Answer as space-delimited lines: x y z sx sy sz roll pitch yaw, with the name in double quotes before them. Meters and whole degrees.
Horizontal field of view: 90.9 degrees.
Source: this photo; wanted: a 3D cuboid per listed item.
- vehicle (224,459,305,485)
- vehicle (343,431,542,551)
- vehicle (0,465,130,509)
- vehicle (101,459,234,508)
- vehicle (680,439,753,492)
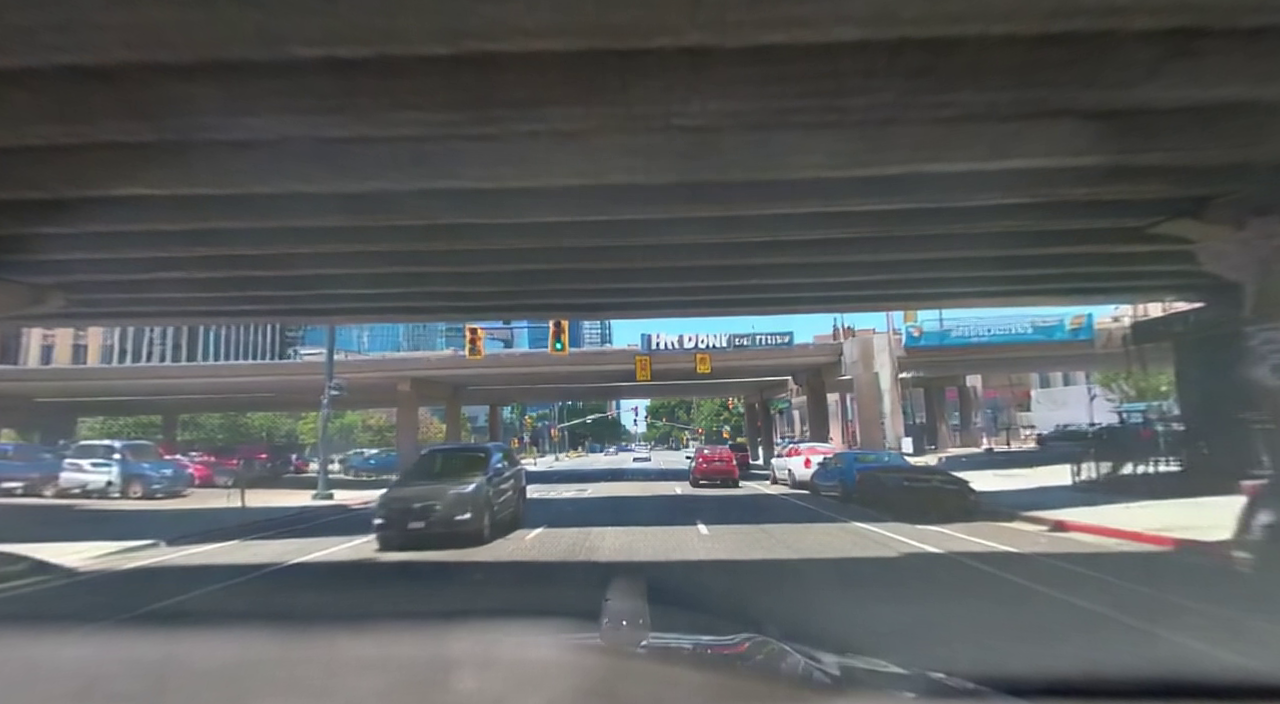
"vehicle" -24.370 7.794 41.210 2.128 1.493 4.955 -1 -8 2
"vehicle" -3.099 2.262 10.984 2.076 1.653 4.152 0 -8 1
"vehicle" -24.659 5.715 27.032 1.771 1.516 4.508 0 -8 0
"vehicle" -18.179 5.031 24.566 1.778 1.629 4.330 0 -8 1
"vehicle" 2.446 3.744 21.122 1.947 1.576 3.825 0 -8 -1
